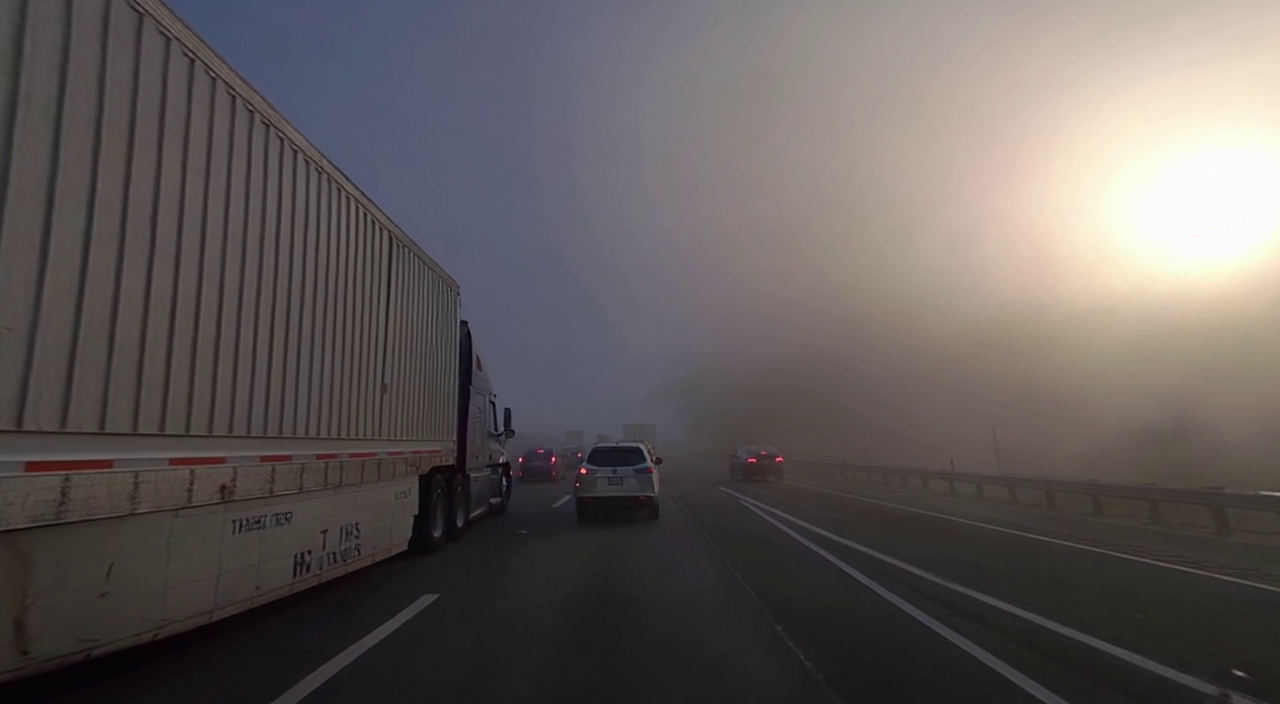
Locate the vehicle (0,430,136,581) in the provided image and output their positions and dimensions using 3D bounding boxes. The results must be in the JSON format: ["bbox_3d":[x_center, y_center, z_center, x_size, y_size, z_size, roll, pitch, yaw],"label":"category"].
[{"bbox_3d":[-7.300,1.403,5.504,2.013,1.466,4.563,0,-9,0],"label":"vehicle"}]

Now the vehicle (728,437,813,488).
[{"bbox_3d":[4.406,3.780,21.911,1.937,1.601,3.798,0,-9,-3],"label":"vehicle"}]

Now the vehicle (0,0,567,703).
[{"bbox_3d":[-3.722,0.870,11.098,2.857,4.063,16.026,0,-8,0],"label":"vehicle"}]

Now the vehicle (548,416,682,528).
[{"bbox_3d":[-0.361,2.233,12.176,2.152,1.779,3.924,0,-9,1],"label":"vehicle"}]
